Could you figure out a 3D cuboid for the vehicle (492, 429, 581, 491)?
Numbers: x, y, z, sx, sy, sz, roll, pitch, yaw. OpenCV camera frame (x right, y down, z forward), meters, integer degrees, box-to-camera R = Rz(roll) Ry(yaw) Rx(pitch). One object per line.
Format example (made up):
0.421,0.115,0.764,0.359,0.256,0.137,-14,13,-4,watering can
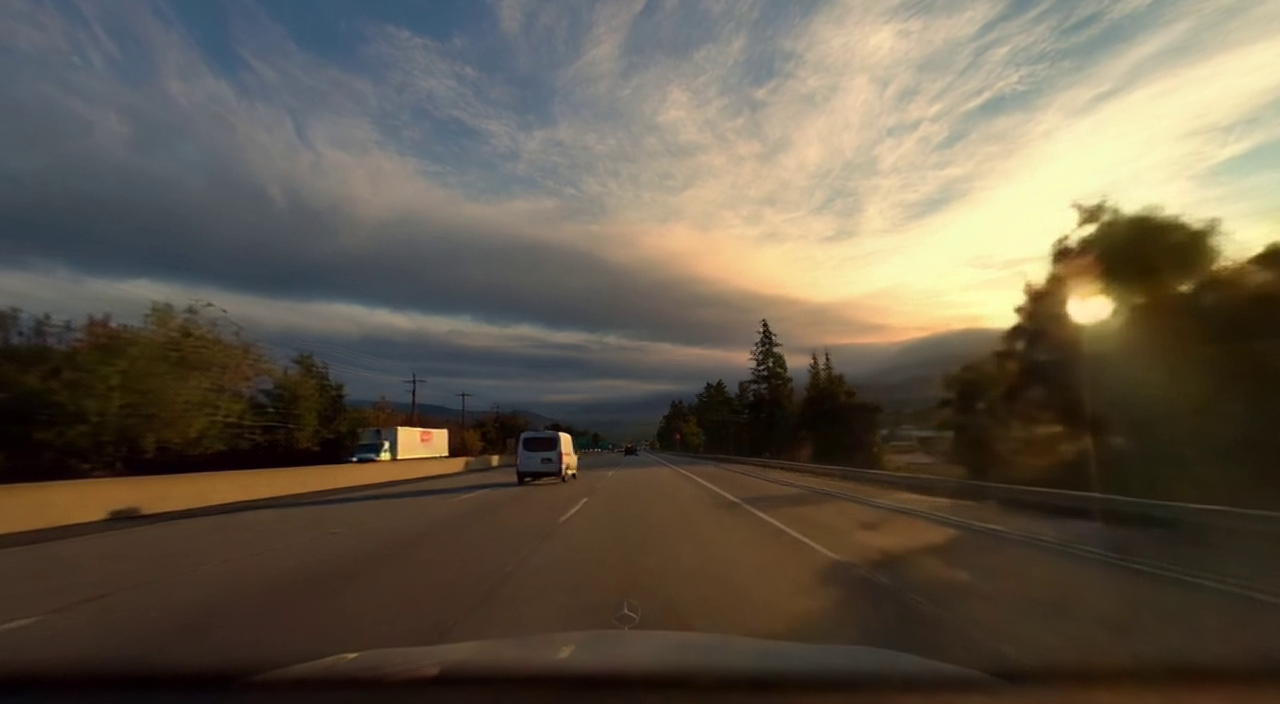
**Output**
-3.605,3.913,23.227,2.349,1.973,5.419,0,-9,0,vehicle
